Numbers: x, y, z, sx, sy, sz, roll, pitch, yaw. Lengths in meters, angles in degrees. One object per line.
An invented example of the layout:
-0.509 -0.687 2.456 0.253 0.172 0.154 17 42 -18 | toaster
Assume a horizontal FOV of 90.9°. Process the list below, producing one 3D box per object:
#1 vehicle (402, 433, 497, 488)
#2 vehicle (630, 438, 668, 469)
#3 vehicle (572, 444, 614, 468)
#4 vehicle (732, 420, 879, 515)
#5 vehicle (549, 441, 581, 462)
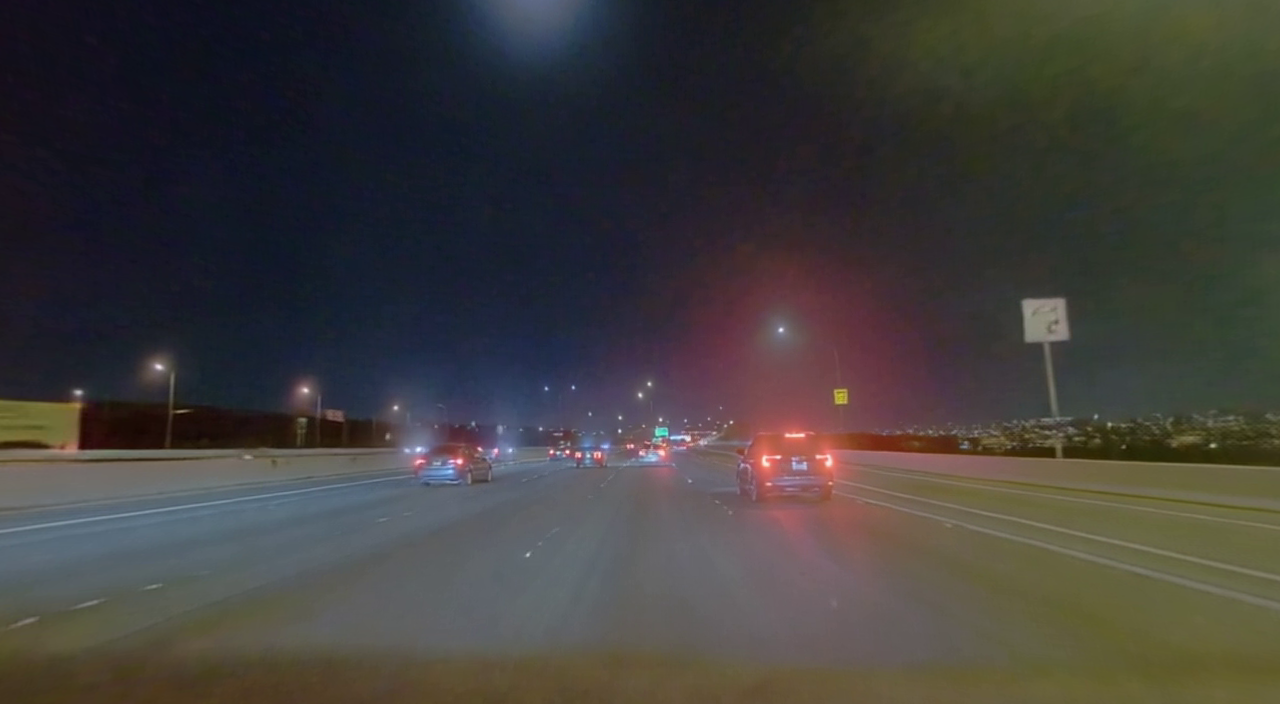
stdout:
-6.465 3.708 21.882 1.946 1.688 4.019 0 -8 1 | vehicle
0.542 5.947 37.165 2.133 1.739 3.925 0 -8 1 | vehicle
-2.857 6.506 39.617 2.205 1.406 4.286 0 -8 1 | vehicle
3.565 2.586 14.644 2.083 1.823 4.627 0 -8 -1 | vehicle
-5.896 7.883 49.998 1.992 1.604 3.966 0 -8 0 | vehicle
